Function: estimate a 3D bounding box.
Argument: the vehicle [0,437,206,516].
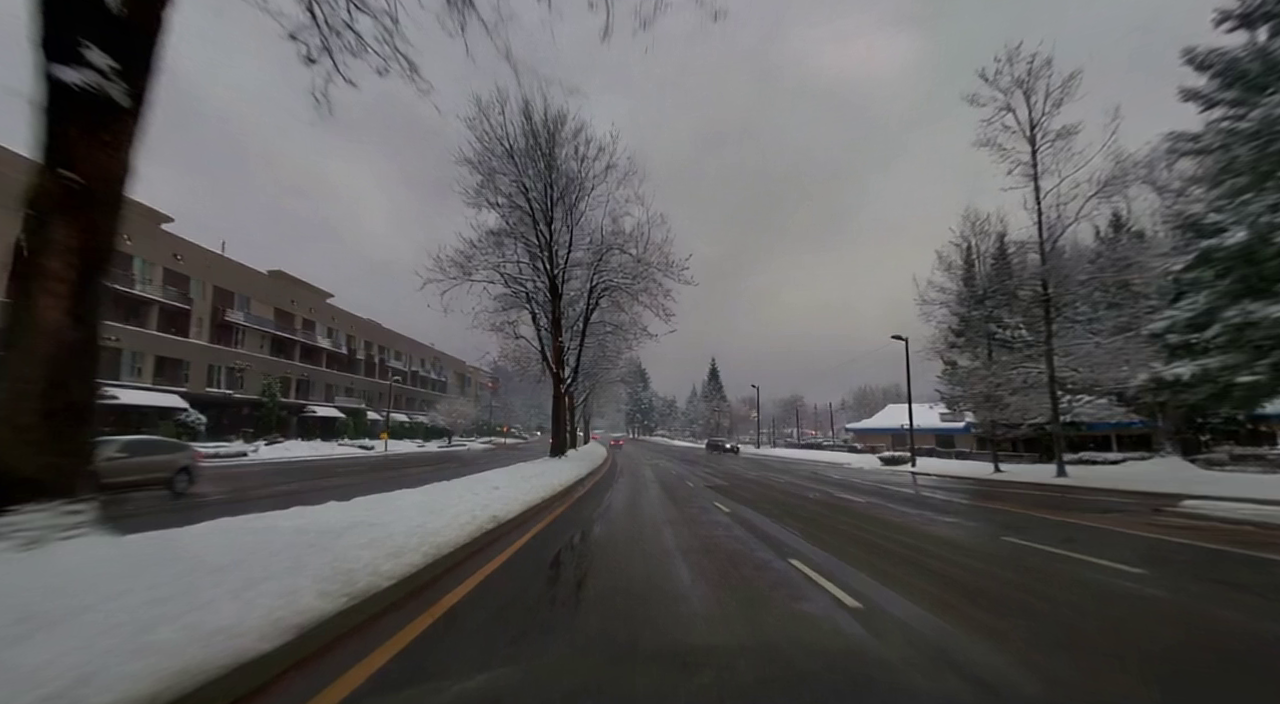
[{"bbox_3d":[-13.524,2.977,15.644,2.279,1.650,4.524,0,-8,0],"label":"vehicle"}]
